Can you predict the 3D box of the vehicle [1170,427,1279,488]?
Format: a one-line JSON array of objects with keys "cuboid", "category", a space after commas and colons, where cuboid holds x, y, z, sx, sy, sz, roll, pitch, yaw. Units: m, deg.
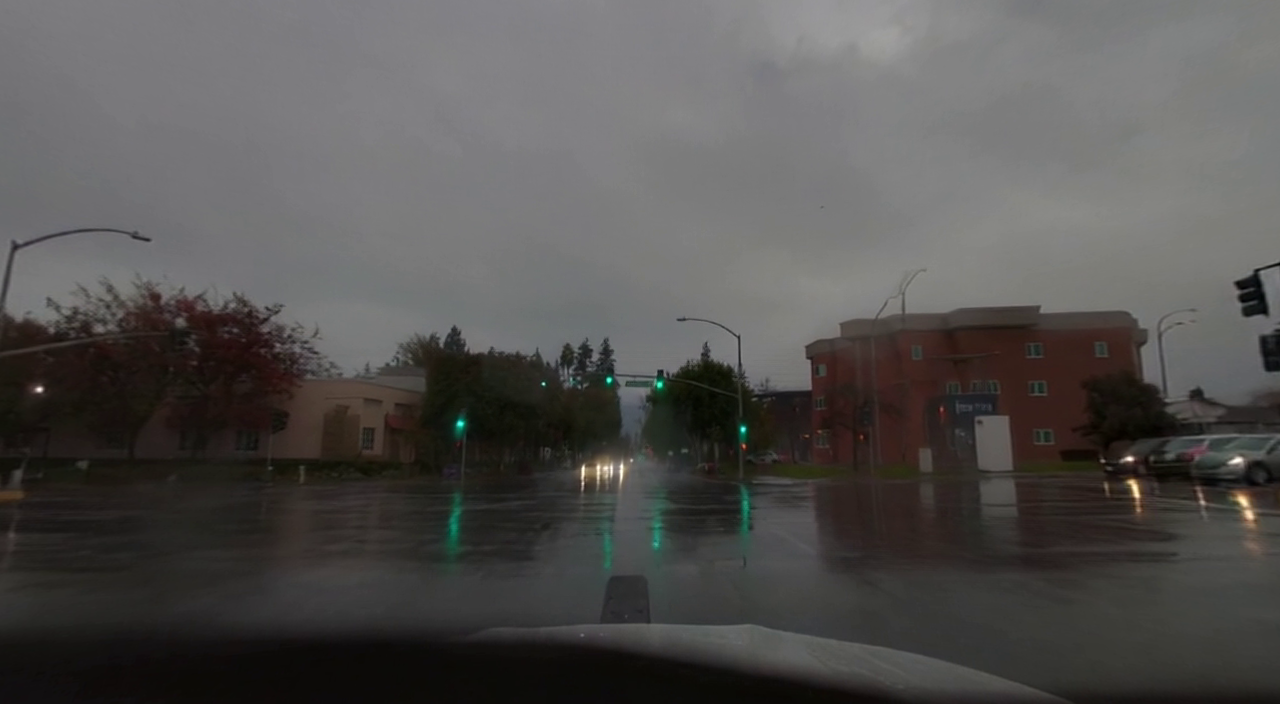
[{"cuboid": [17.977, 2.940, 17.745, 4.288, 1.600, 1.927, 0, -8, 1], "category": "vehicle"}]
